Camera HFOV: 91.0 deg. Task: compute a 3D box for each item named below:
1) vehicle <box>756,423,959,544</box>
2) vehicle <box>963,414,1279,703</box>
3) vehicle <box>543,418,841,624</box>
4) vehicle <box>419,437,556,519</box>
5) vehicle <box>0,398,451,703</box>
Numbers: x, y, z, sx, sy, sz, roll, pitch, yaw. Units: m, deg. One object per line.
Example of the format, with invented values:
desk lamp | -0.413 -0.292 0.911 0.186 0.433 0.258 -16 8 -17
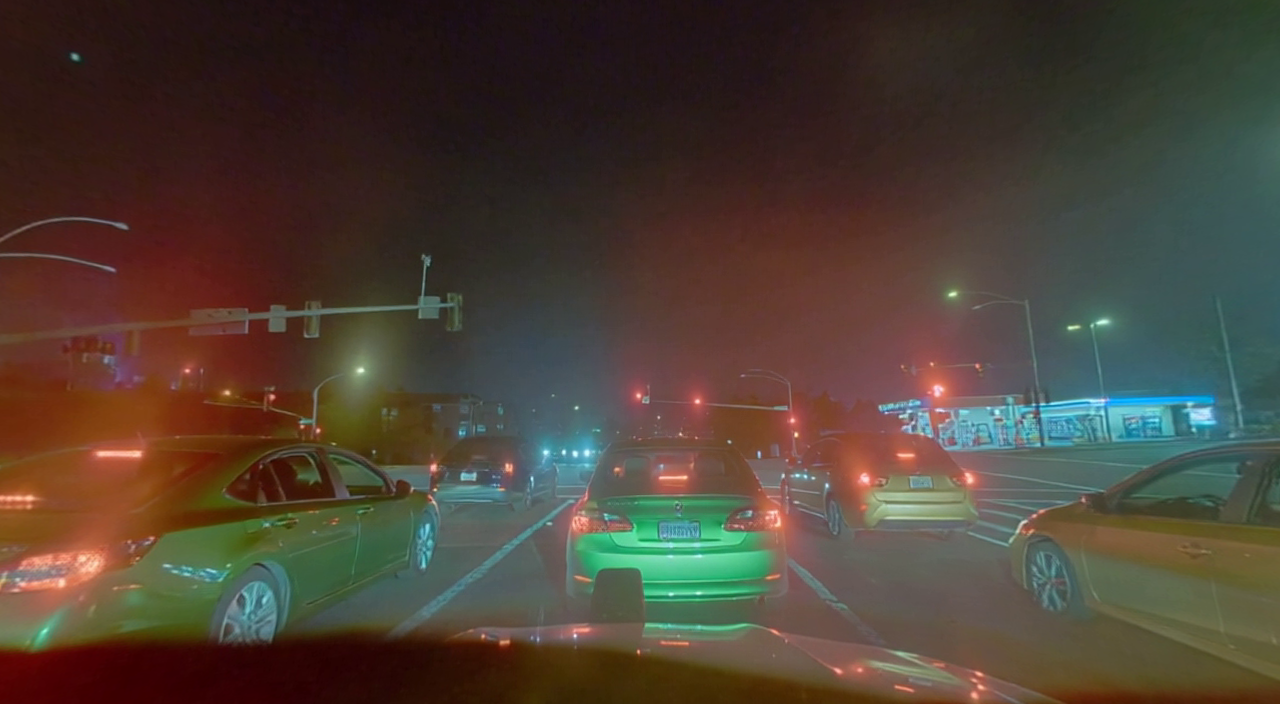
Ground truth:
vehicle | 3.383 2.125 10.780 1.947 1.630 4.127 0 -9 0
vehicle | 4.169 1.136 3.630 1.950 1.497 4.686 0 -9 -3
vehicle | 0.334 1.583 6.924 2.220 1.507 4.317 0 -9 -2
vehicle | -3.076 2.638 13.687 1.867 1.474 4.237 0 -9 1
vehicle | -3.012 1.250 4.601 1.887 1.493 4.255 0 -9 1
